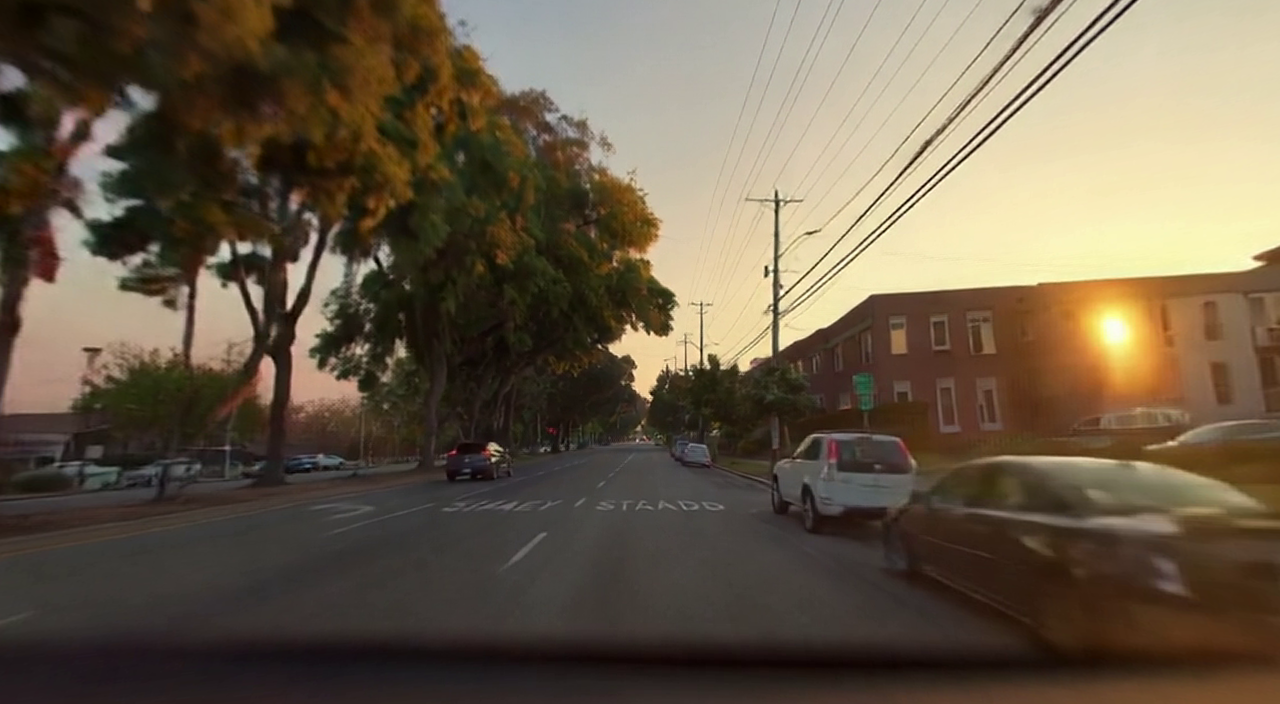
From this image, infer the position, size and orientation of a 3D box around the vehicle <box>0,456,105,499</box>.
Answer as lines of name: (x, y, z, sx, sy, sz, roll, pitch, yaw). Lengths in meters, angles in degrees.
vehicle: (-25.834, 5.309, 27.016, 1.926, 1.557, 4.385, 0, -8, -1)

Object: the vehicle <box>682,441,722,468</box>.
vehicle: (3.854, 6.442, 39.980, 2.048, 1.556, 4.753, 0, -8, 0)

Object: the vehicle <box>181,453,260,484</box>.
vehicle: (-25.649, 7.107, 38.741, 1.857, 1.472, 4.422, -4, -7, 1)

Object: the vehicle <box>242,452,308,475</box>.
vehicle: (-25.618, 7.831, 44.466, 1.935, 1.487, 4.600, -1, -10, 0)

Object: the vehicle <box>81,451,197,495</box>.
vehicle: (-25.668, 6.174, 32.547, 2.132, 1.492, 4.734, -4, -4, 1)

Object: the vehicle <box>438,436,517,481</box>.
vehicle: (-6.592, 4.351, 26.111, 2.000, 1.671, 4.497, 0, -8, 1)

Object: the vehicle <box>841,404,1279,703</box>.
vehicle: (3.323, 1.267, 4.618, 2.259, 1.500, 4.474, 0, -8, 1)
